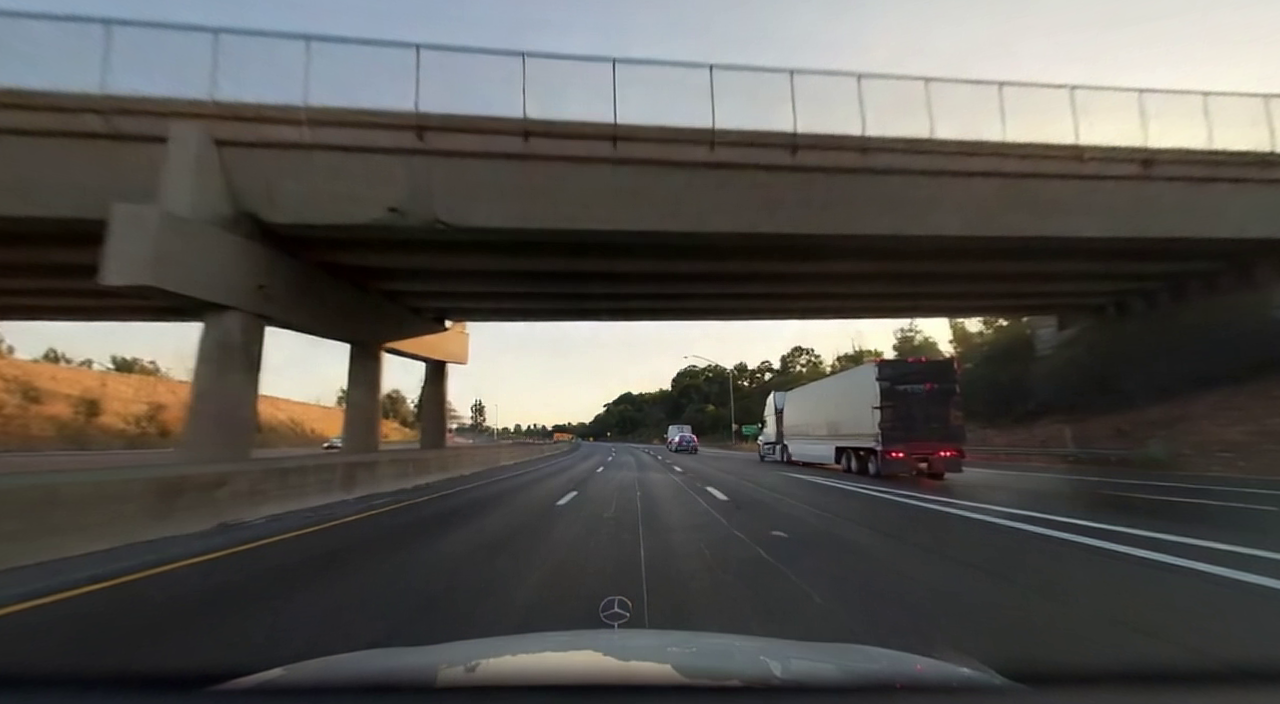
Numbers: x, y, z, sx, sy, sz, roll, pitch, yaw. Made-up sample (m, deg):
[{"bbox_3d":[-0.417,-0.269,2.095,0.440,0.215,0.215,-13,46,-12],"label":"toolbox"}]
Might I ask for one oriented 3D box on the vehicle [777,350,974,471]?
[{"bbox_3d":[9.379,2.896,27.904,2.855,4.053,13.328,0,-8,-3],"label":"vehicle"}]
